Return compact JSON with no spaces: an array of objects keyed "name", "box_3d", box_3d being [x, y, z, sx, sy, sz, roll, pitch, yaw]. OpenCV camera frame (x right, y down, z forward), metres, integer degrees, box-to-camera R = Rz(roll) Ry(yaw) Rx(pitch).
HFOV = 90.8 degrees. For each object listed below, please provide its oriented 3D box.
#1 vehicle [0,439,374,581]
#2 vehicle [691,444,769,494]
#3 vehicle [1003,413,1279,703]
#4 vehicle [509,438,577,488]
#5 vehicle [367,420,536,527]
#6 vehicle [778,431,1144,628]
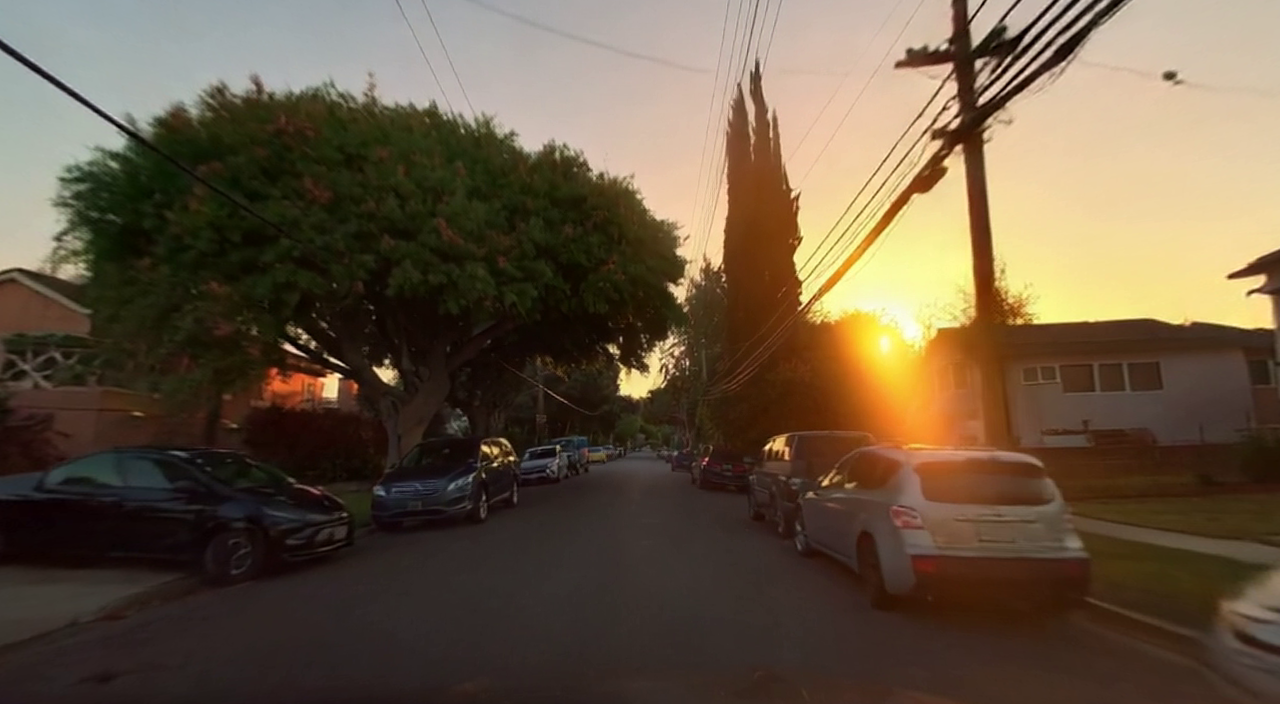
[{"name":"vehicle","box_3d":[-6.201,1.874,7.964,4.816,1.519,1.920,0,-8,-4]},{"name":"vehicle","box_3d":[2.932,3.904,21.669,1.952,1.469,4.776,0,-8,0]},{"name":"vehicle","box_3d":[4.268,1.006,2.517,4.471,1.493,1.886,0,-8,-2]},{"name":"vehicle","box_3d":[-3.723,4.336,25.196,2.014,1.780,4.757,0,-8,-1]},{"name":"vehicle","box_3d":[-3.911,2.612,14.310,2.280,1.953,5.092,0,-8,0]},{"name":"vehicle","box_3d":[2.964,1.688,7.172,1.878,1.491,4.495,0,-8,1]}]
